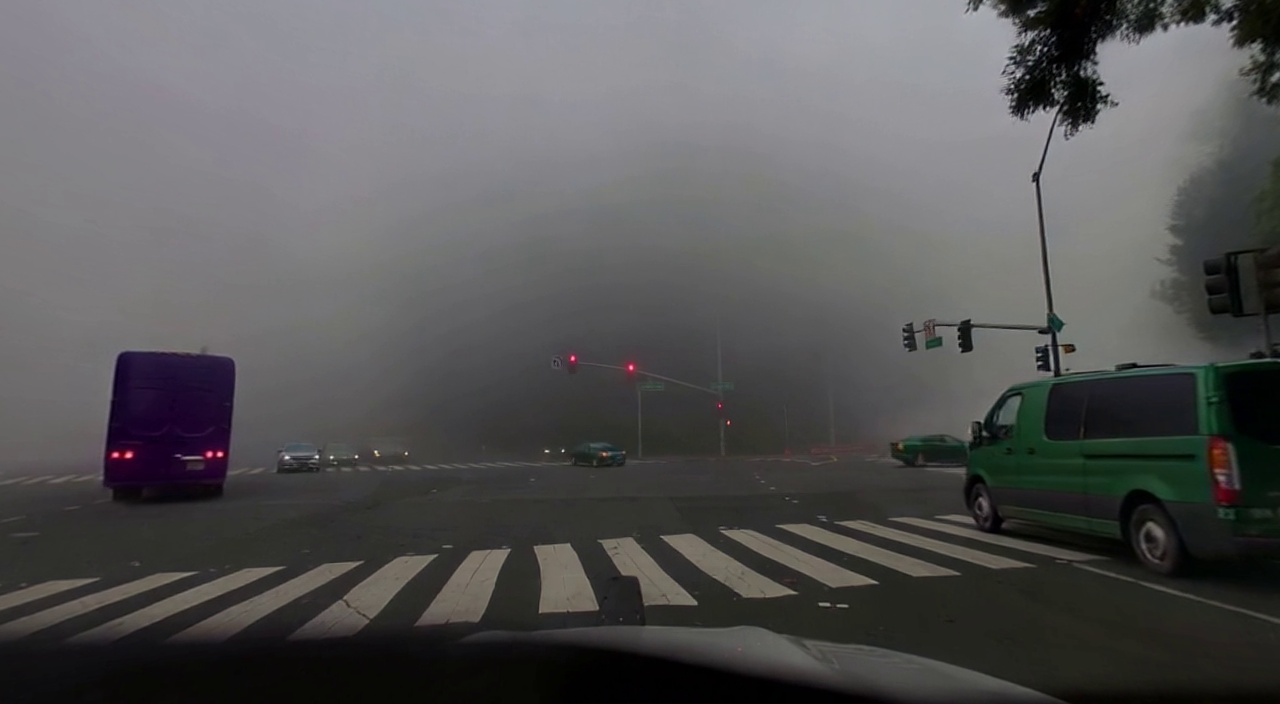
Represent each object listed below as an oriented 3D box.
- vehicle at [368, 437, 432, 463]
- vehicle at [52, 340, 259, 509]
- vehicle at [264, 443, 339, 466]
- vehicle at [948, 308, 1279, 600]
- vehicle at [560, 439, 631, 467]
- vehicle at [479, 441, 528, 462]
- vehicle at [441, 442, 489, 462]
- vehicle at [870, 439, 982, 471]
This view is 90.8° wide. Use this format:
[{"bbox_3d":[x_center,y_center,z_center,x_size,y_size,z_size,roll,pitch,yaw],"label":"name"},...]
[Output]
[{"bbox_3d":[-17.380,7.148,45.996,2.189,1.753,4.785,-1,-9,8],"label":"vehicle"},{"bbox_3d":[-11.674,1.908,15.821,3.112,3.230,6.726,6,-10,-33],"label":"vehicle"},{"bbox_3d":[-21.829,6.641,40.992,1.859,1.415,4.591,-1,-9,8],"label":"vehicle"},{"bbox_3d":[6.546,1.250,8.072,2.332,2.511,5.326,0,-9,-2],"label":"vehicle"},{"bbox_3d":[-2.709,5.974,37.485,2.086,1.487,4.846,5,-10,-32],"label":"vehicle"},{"bbox_3d":[-10.145,7.466,47.388,2.097,1.484,4.596,-1,-9,7],"label":"vehicle"},{"bbox_3d":[-13.183,7.593,47.853,1.845,1.426,4.289,-1,-9,8],"label":"vehicle"},{"bbox_3d":[13.671,4.928,30.345,4.487,1.415,1.911,1,-9,-7],"label":"vehicle"}]
